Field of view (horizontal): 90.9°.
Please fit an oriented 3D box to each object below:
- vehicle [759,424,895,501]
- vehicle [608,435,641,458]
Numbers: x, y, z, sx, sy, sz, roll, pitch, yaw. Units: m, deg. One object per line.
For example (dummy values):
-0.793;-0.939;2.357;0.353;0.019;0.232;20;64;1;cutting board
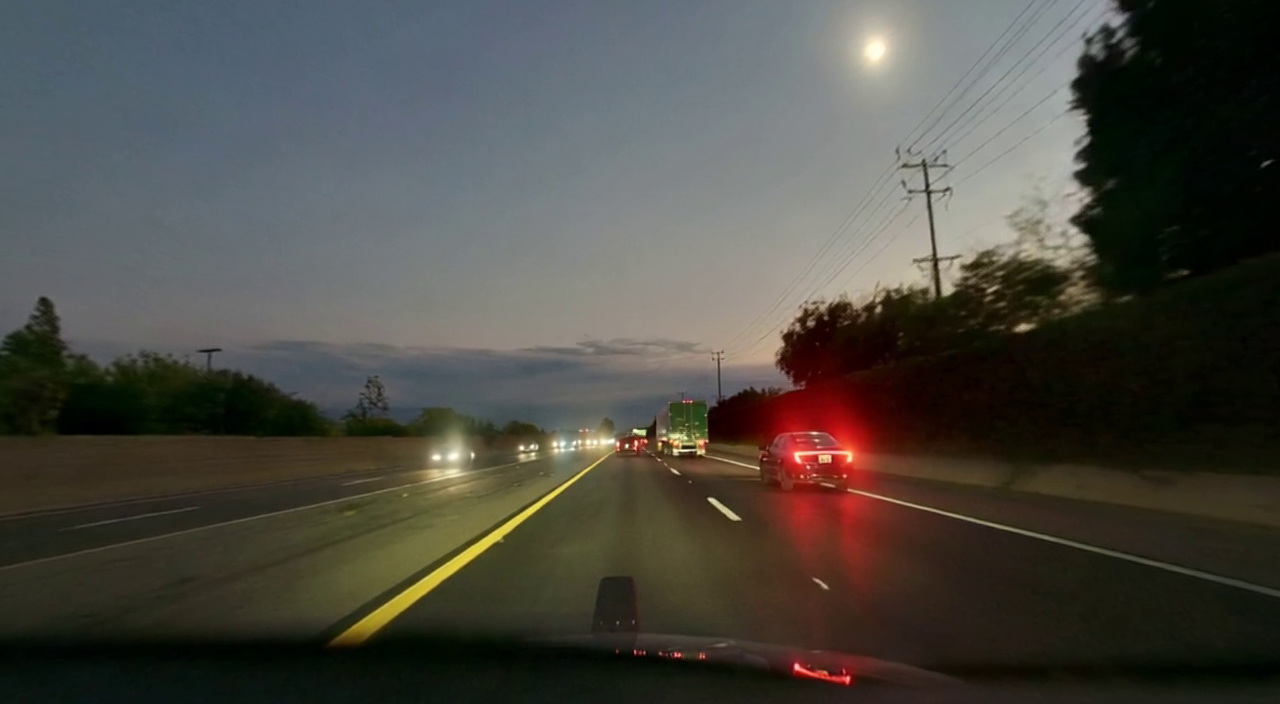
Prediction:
4.241;2.548;15.016;1.930;1.573;3.853;0;-8;-2;vehicle
-1.019;6.354;42.490;2.163;1.466;3.693;0;-8;-1;vehicle
